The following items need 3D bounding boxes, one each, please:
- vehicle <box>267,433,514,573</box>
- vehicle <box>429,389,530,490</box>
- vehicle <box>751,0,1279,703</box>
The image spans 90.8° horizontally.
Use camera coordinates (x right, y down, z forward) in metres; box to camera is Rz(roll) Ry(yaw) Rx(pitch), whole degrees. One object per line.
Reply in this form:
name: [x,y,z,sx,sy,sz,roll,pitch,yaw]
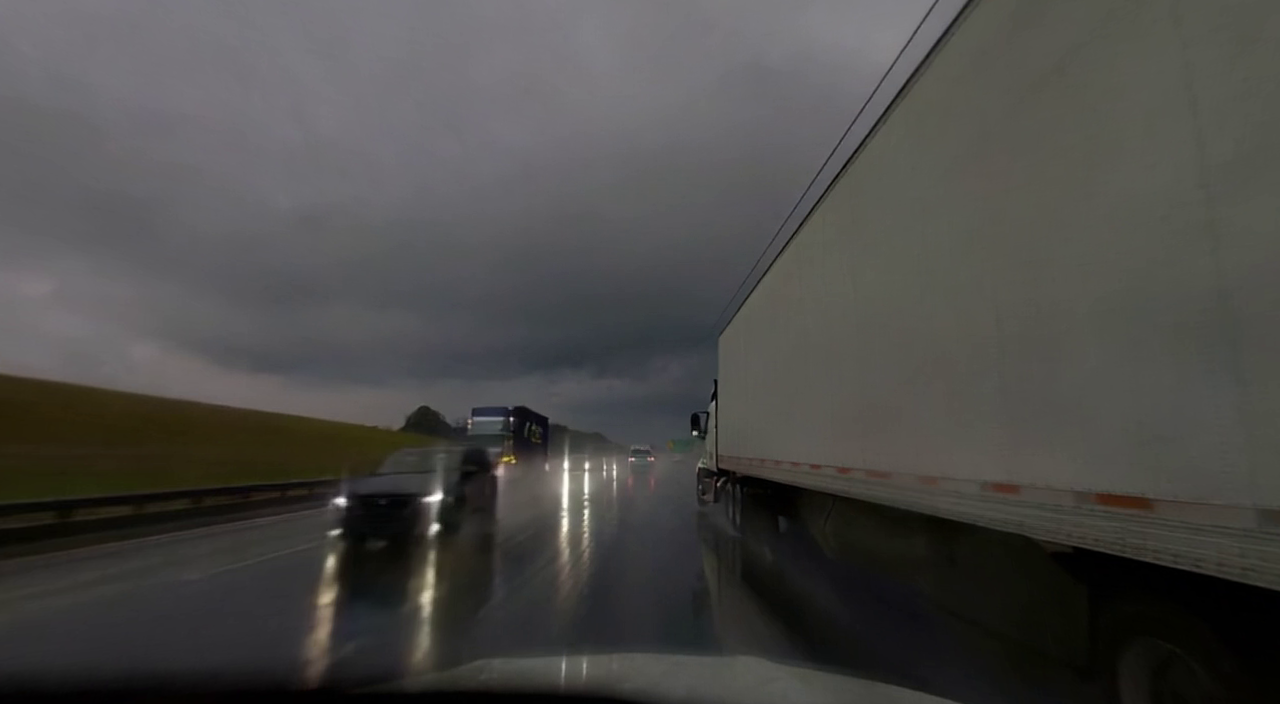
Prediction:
vehicle: [-3.202,2.007,9.101,1.949,1.555,3.888,0,-9,0]
vehicle: [-6.858,3.893,27.962,2.910,3.989,5.837,0,-9,0]
vehicle: [3.281,-0.095,3.469,2.845,4.071,14.008,0,-9,0]
